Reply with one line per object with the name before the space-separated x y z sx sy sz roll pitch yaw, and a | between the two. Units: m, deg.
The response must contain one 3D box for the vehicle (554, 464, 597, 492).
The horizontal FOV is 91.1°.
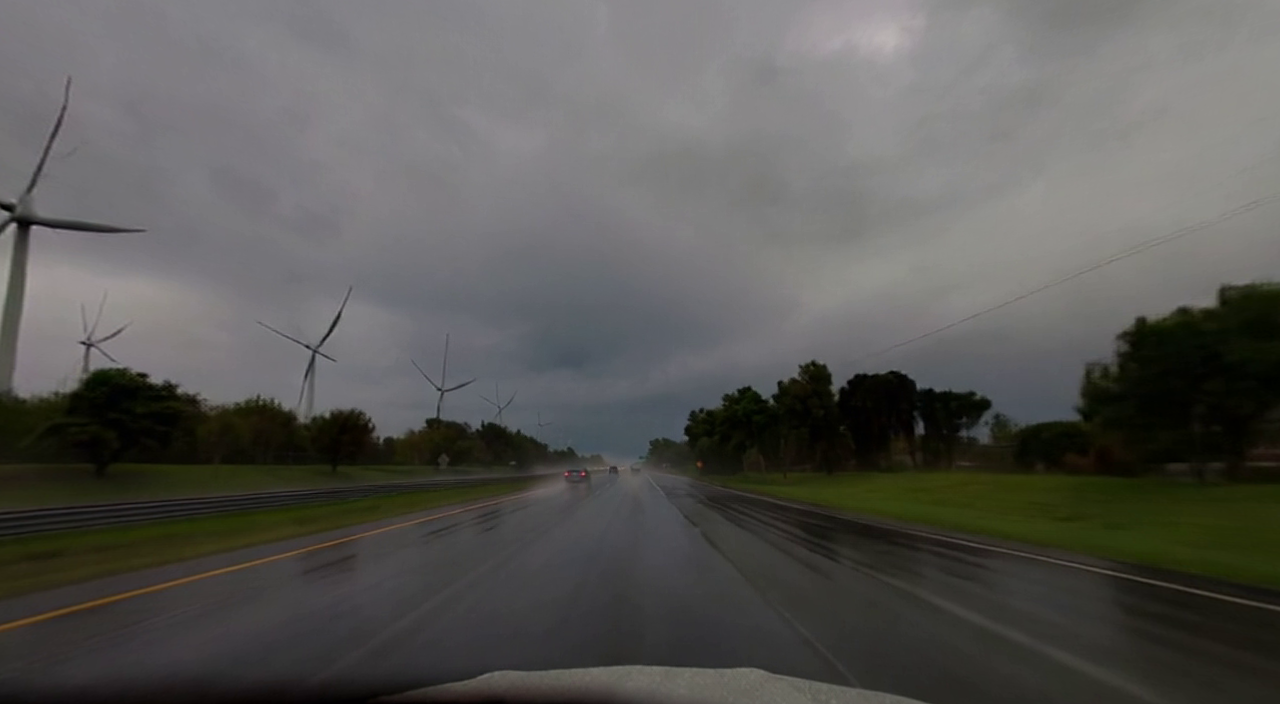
vehicle | -3.616 7.137 35.734 2.001 1.486 4.104 1 -10 0
